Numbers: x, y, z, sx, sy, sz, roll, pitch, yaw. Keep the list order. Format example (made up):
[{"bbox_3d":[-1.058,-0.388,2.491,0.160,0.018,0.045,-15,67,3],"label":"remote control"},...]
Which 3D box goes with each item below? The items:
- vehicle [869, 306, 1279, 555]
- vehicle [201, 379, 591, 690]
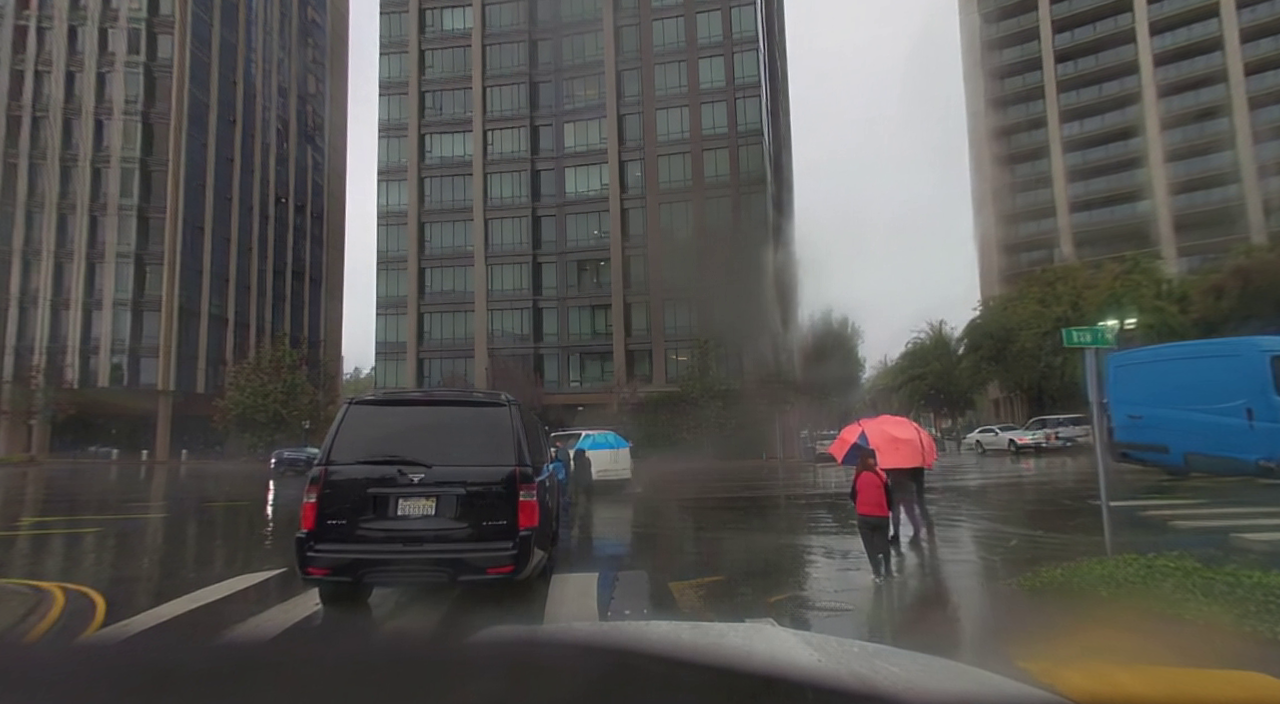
[{"bbox_3d":[6.974,1.017,8.244,6.932,2.753,2.446,0,-8,1],"label":"vehicle"},{"bbox_3d":[-1.651,1.337,5.783,2.144,1.733,4.115,1,-9,-8],"label":"vehicle"}]
